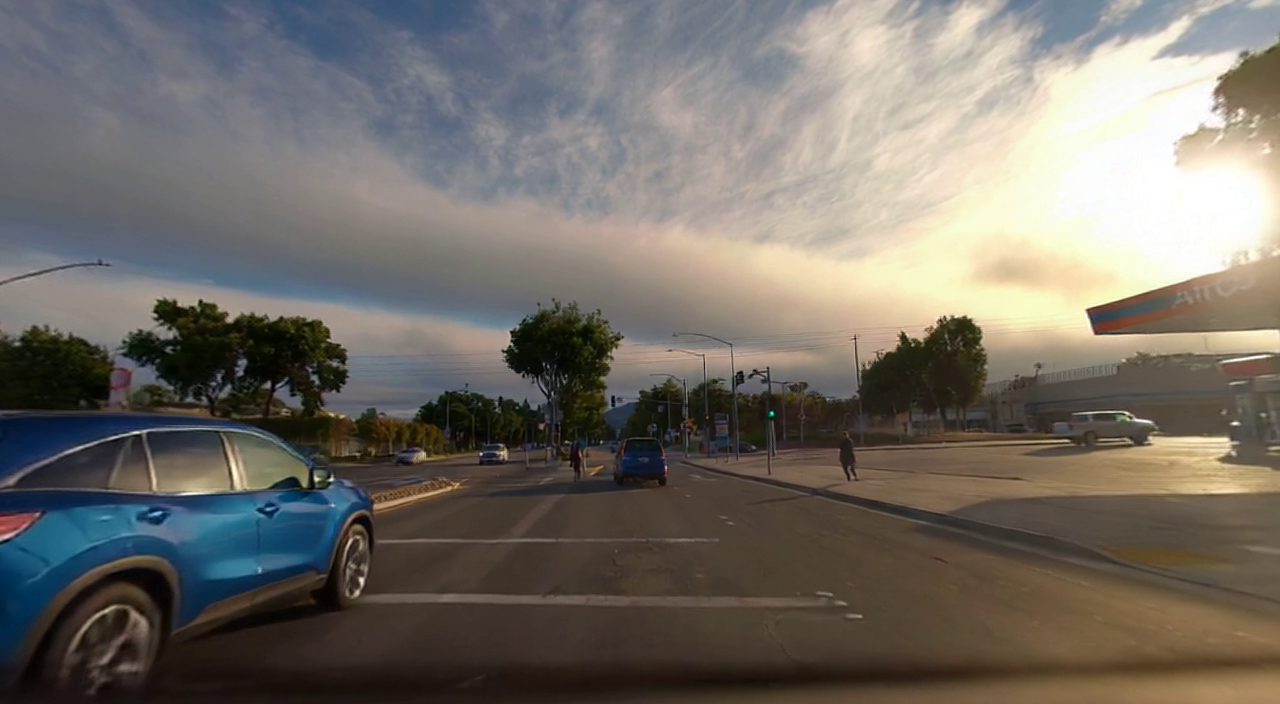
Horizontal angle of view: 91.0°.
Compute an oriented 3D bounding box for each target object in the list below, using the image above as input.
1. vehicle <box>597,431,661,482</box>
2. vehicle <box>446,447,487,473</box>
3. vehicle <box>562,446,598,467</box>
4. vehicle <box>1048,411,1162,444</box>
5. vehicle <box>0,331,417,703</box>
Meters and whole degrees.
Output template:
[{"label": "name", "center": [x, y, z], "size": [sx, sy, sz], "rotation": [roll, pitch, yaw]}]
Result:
[{"label": "vehicle", "center": [-0.530, 4.586, 28.009], "size": [2.552, 1.999, 5.498], "rotation": [0, -8, -2]}, {"label": "vehicle", "center": [-12.127, 7.540, 44.172], "size": [1.943, 1.643, 4.167], "rotation": [-2, -8, -3]}, {"label": "vehicle", "center": [-4.331, 7.603, 46.119], "size": [2.192, 1.458, 4.594], "rotation": [0, -8, 0]}, {"label": "vehicle", "center": [27.568, 4.511, 37.435], "size": [5.102, 1.893, 2.120], "rotation": [0, -8, -2]}, {"label": "vehicle", "center": [-3.392, 1.090, 4.062], "size": [2.247, 1.734, 4.919], "rotation": [0, -8, -2]}]
